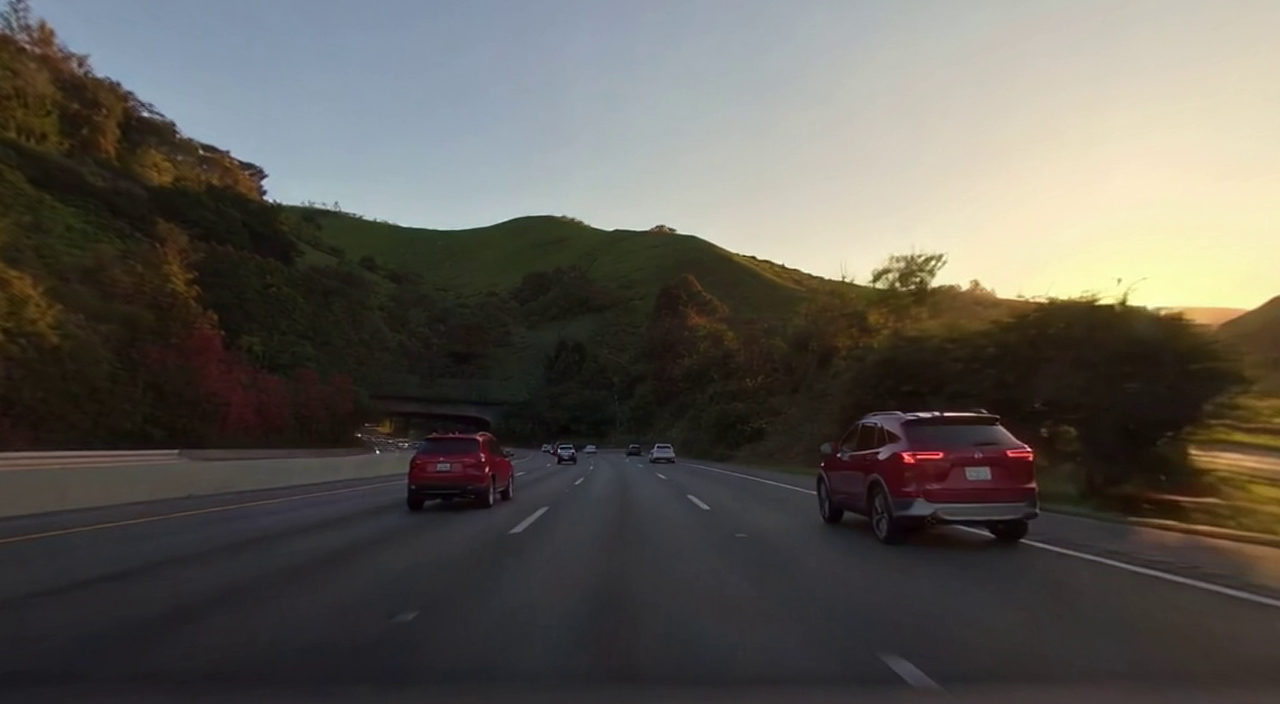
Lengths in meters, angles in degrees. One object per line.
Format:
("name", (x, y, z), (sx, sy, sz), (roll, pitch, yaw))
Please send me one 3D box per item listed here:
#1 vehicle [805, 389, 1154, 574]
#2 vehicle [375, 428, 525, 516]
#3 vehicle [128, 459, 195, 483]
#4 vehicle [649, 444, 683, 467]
("vehicle", (4.186, 1.711, 9.061), (2.103, 1.903, 4.837), (0, -9, -3))
("vehicle", (-4.270, 2.788, 15.153), (2.213, 1.766, 4.598), (0, -9, -1))
("vehicle", (-37.524, 9.317, 49.680), (1.928, 1.696, 4.466), (1, -9, -4))
("vehicle", (1.976, 8.069, 49.398), (2.075, 1.694, 4.086), (1, -9, -5))
